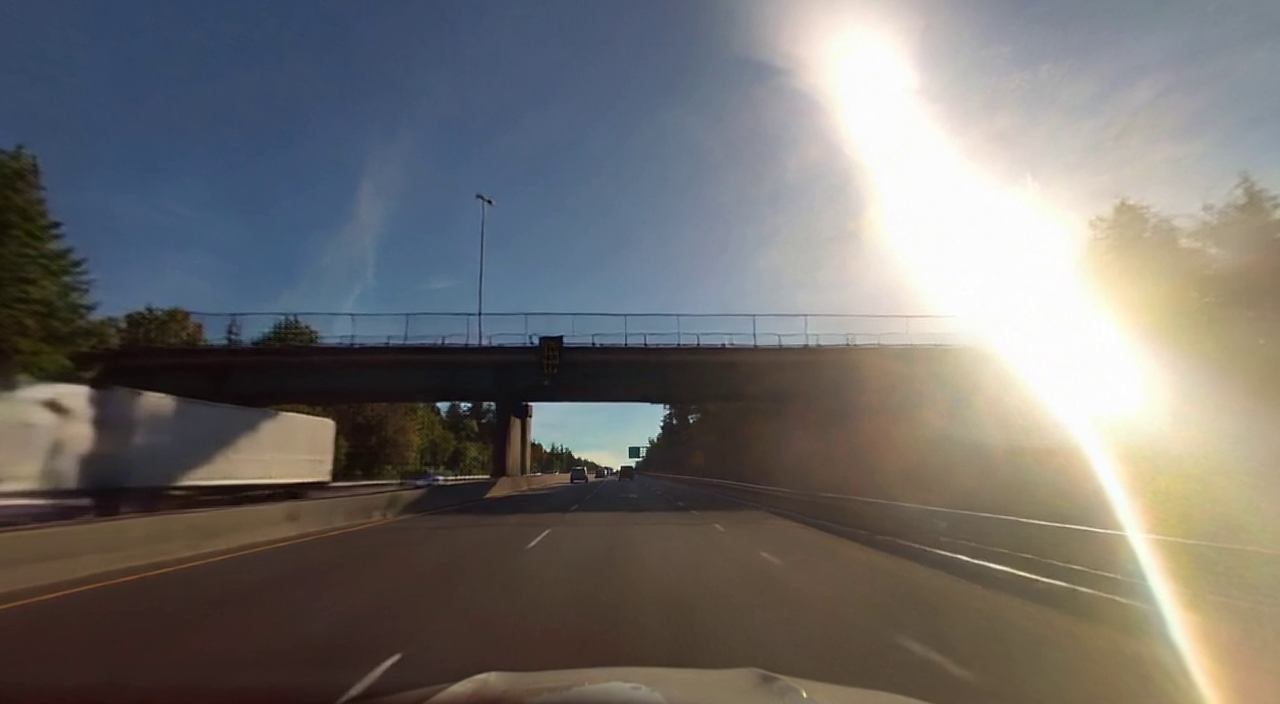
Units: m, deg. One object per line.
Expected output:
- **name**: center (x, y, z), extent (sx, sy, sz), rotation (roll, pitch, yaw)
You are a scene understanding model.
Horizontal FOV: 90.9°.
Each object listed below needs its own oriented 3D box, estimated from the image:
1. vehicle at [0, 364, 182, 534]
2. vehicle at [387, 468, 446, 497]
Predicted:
- **vehicle**: center (-16.593, 2.761, 17.559), extent (3.032, 3.979, 5.796), rotation (1, -11, -1)
- **vehicle**: center (-12.905, 7.551, 36.740), extent (1.994, 1.521, 4.116), rotation (1, -11, -2)
